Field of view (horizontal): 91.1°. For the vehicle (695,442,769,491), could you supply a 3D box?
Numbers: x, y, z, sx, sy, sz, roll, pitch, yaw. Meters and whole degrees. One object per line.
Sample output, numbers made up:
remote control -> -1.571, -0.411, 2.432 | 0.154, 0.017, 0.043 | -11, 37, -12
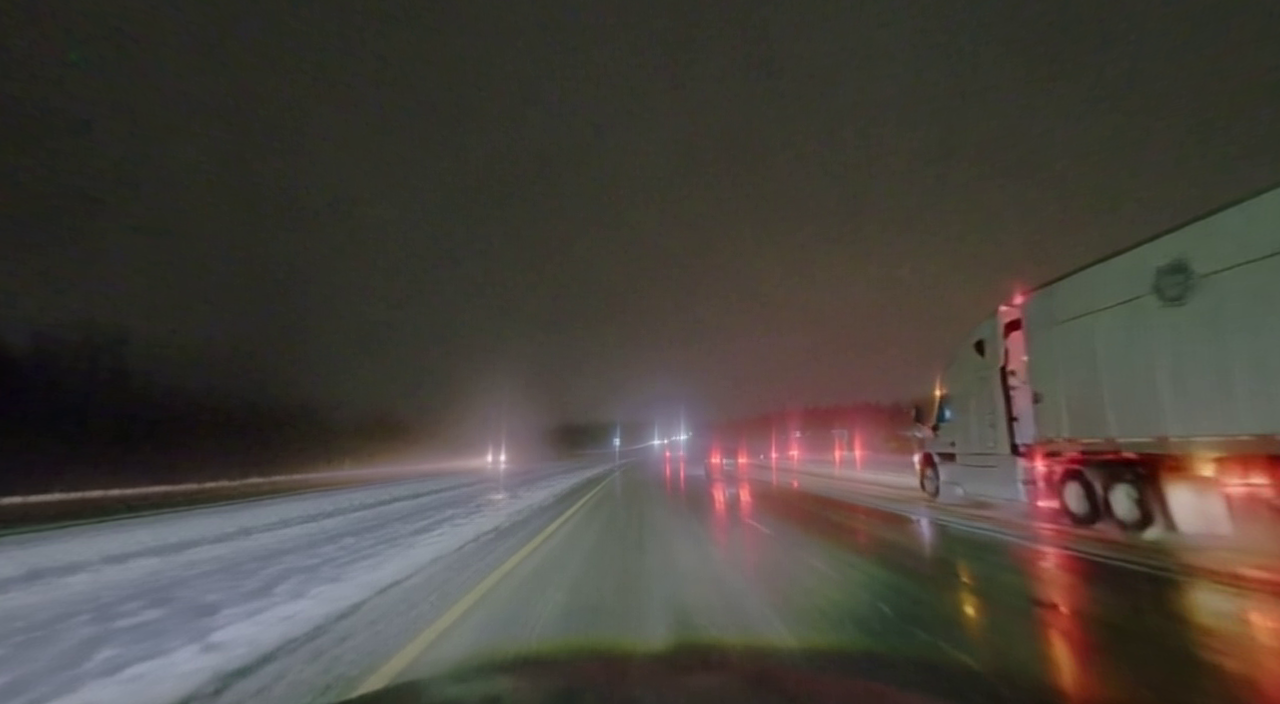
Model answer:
vehicle -> 3.216, 4.078, 22.677 | 2.024, 1.579, 3.707 | 0, -9, -1

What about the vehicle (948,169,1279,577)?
vehicle -> 7.888, 0.126, 5.831 | 2.907, 4.042, 13.858 | 0, -9, -1
